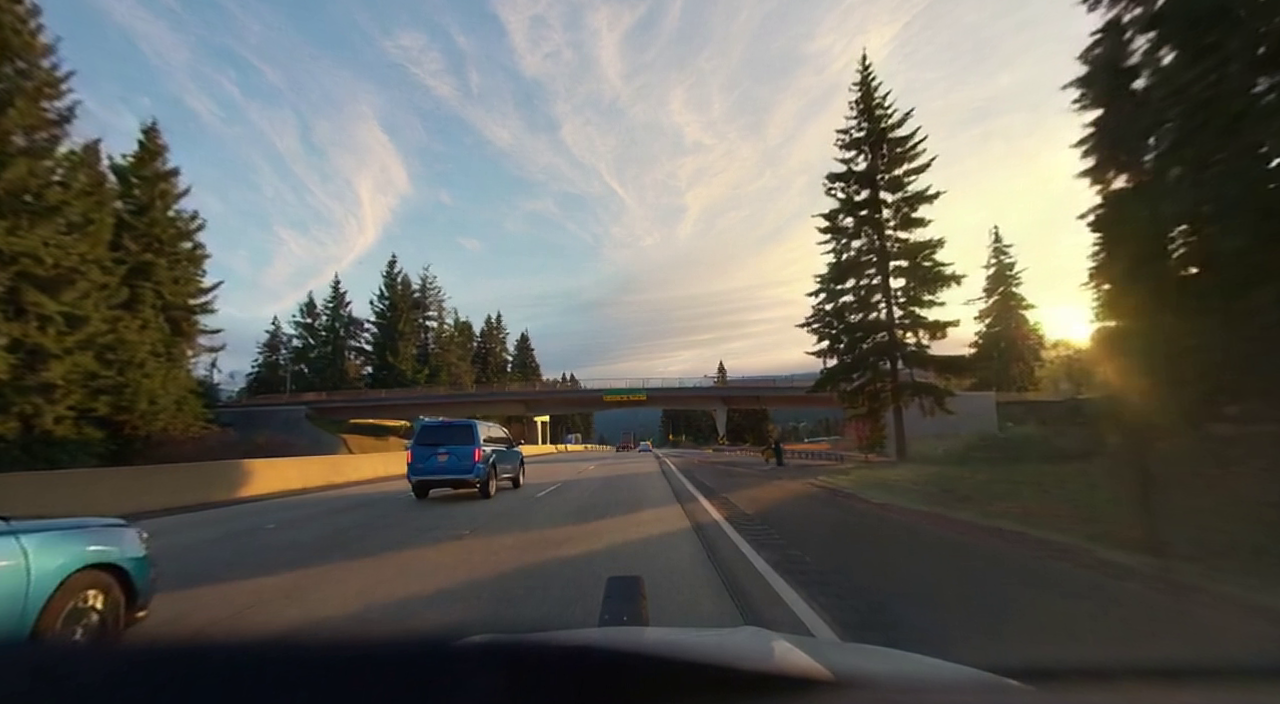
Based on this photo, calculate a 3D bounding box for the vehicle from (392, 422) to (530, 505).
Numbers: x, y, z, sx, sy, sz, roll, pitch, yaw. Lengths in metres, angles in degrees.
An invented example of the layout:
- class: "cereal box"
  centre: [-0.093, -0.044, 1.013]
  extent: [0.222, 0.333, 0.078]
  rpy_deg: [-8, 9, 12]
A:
- class: "vehicle"
  centre: [-4.236, 2.696, 15.821]
  extent: [2.084, 1.752, 4.479]
  rpy_deg: [0, -8, 1]
